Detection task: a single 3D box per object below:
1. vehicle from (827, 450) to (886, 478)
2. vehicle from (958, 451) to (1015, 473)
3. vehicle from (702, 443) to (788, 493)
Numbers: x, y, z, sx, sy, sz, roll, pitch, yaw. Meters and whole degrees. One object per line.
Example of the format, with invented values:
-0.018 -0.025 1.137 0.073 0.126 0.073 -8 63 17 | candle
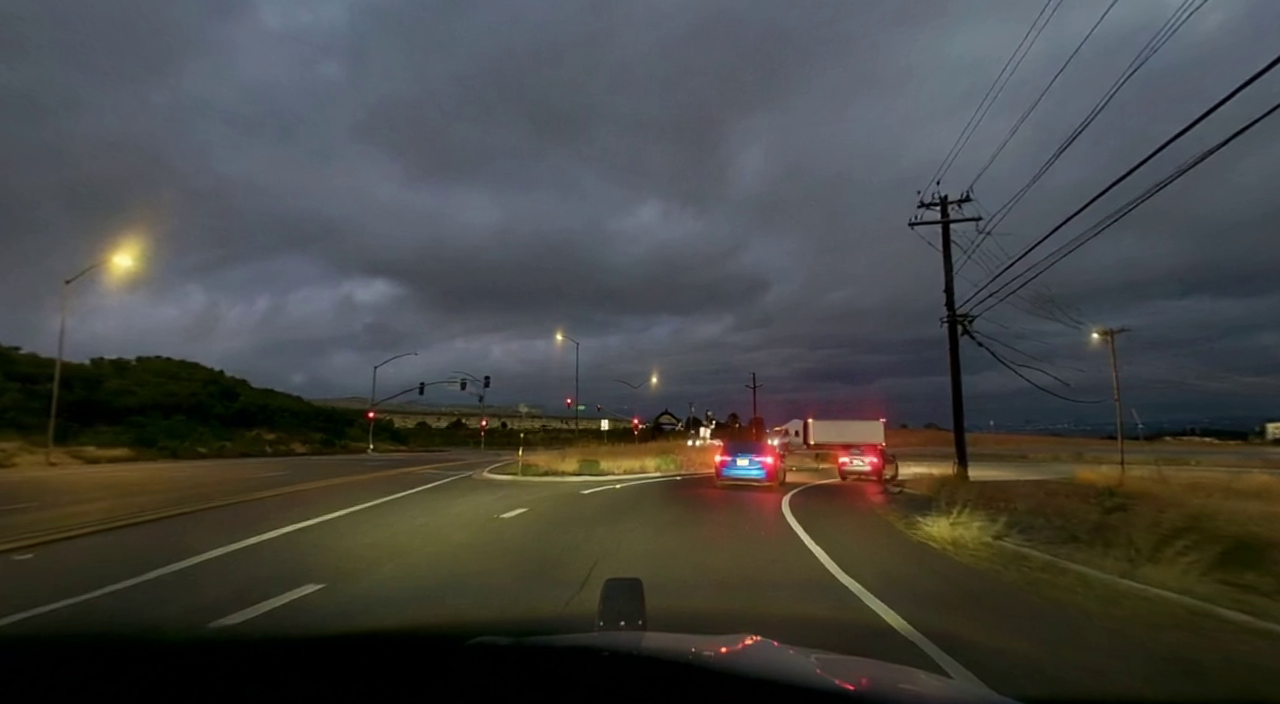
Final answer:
12.588 6.421 36.541 1.836 1.465 4.307 -7 -10 38 | vehicle
26.375 8.336 47.933 4.102 1.552 1.931 5 -10 -32 | vehicle
3.526 3.679 20.509 2.026 1.407 4.374 -3 -9 19 | vehicle
